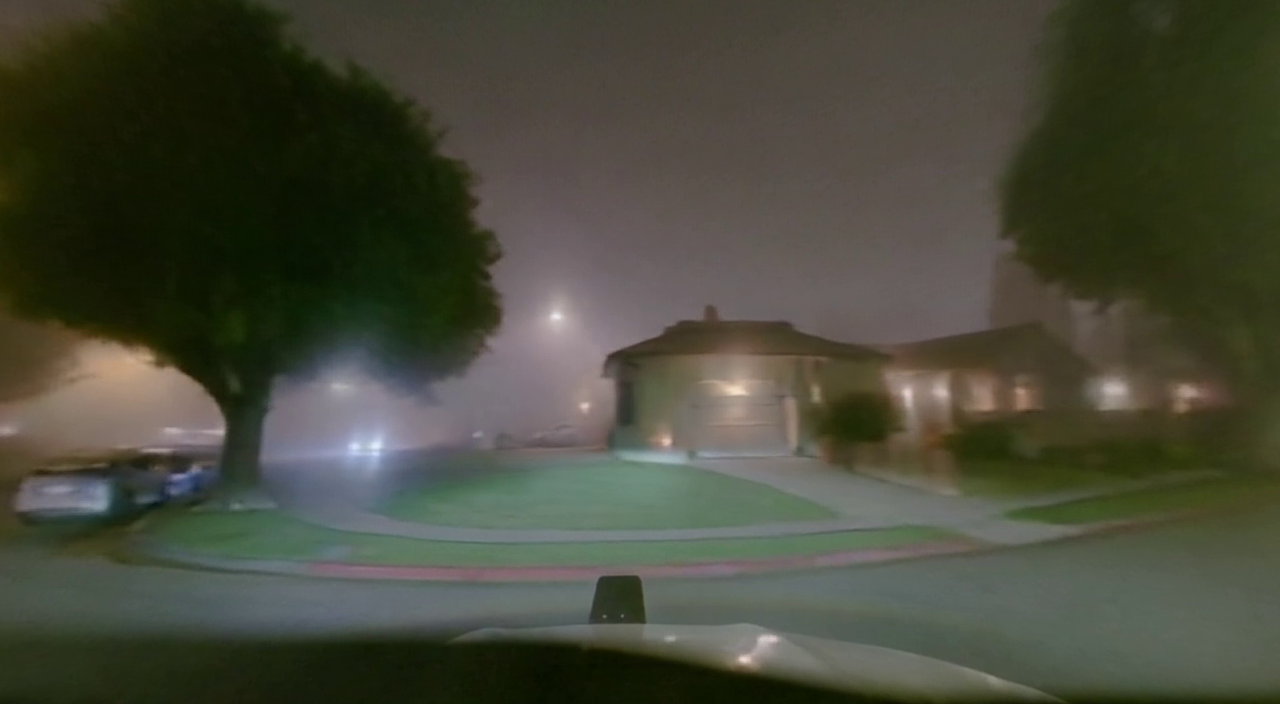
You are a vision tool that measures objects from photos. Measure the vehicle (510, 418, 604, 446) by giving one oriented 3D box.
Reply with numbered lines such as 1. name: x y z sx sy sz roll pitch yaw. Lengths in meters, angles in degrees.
1. vehicle: -4.655 4.543 35.517 4.799 1.469 2.010 4 -9 -25

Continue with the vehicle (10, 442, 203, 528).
1. vehicle: -11.116 2.710 13.635 1.969 1.493 4.681 4 -9 -26
